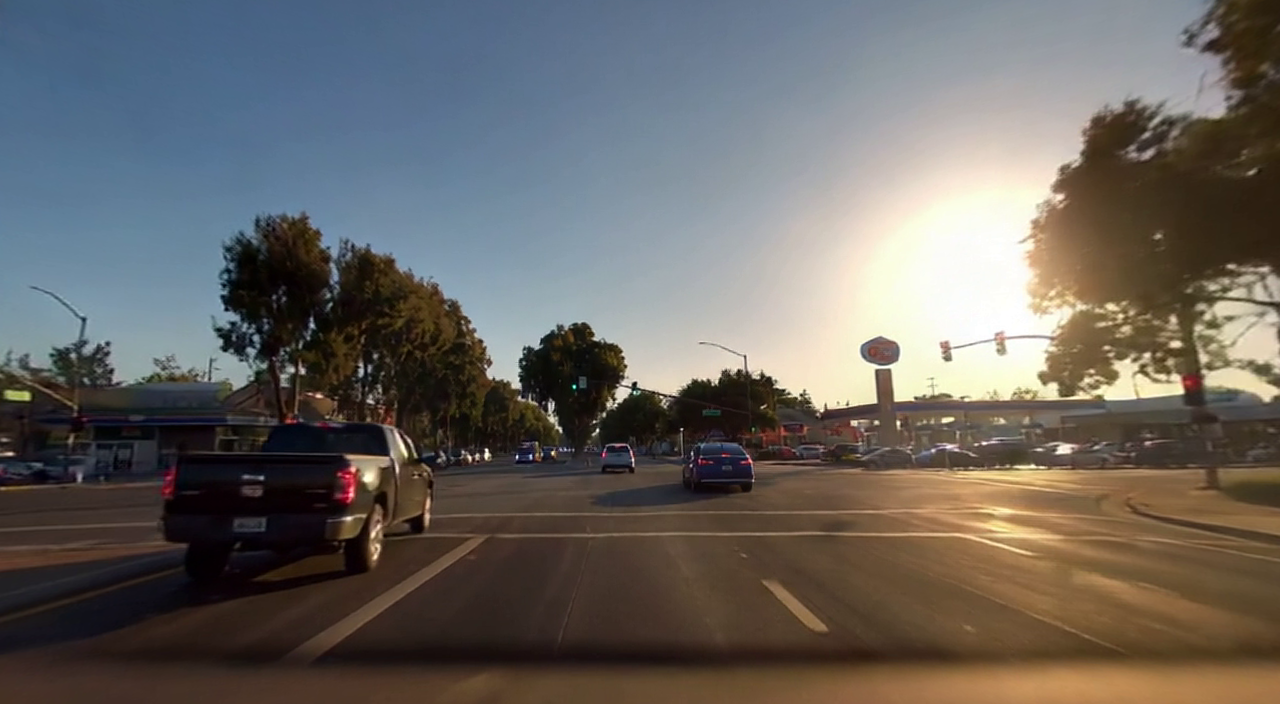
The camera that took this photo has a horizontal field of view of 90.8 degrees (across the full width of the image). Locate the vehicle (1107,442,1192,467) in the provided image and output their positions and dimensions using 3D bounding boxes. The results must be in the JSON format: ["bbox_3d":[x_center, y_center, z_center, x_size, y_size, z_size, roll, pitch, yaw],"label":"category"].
[{"bbox_3d":[36.379,7.292,45.131,4.718,1.706,1.928,2,-9,-9],"label":"vehicle"}]

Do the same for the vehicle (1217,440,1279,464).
[{"bbox_3d":[45.970,7.400,46.824,4.535,1.712,2.181,1,-9,-9],"label":"vehicle"}]

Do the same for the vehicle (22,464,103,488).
[{"bbox_3d":[-39.641,8.473,43.521,1.802,1.447,4.432,1,-9,-8],"label":"vehicle"}]

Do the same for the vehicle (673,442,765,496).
[{"bbox_3d":[2.318,3.598,19.859,2.061,1.487,4.462,1,-9,-4],"label":"vehicle"}]

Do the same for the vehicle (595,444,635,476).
[{"bbox_3d":[-1.379,5.742,33.891,2.029,1.605,3.827,1,-9,-4],"label":"vehicle"}]

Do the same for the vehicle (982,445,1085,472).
[{"bbox_3d":[22.525,6.087,36.235,4.789,1.455,1.986,2,-9,-9],"label":"vehicle"}]

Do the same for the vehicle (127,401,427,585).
[{"bbox_3d":[-4.812,1.930,9.648,2.195,1.905,5.634,2,-9,-11],"label":"vehicle"}]

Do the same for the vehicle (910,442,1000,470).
[{"bbox_3d":[21.203,6.989,42.603,4.950,1.760,2.213,1,-9,-9],"label":"vehicle"}]

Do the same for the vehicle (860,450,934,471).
[{"bbox_3d":[19.264,8.121,47.446,4.637,1.443,2.050,0,-8,-2],"label":"vehicle"}]
